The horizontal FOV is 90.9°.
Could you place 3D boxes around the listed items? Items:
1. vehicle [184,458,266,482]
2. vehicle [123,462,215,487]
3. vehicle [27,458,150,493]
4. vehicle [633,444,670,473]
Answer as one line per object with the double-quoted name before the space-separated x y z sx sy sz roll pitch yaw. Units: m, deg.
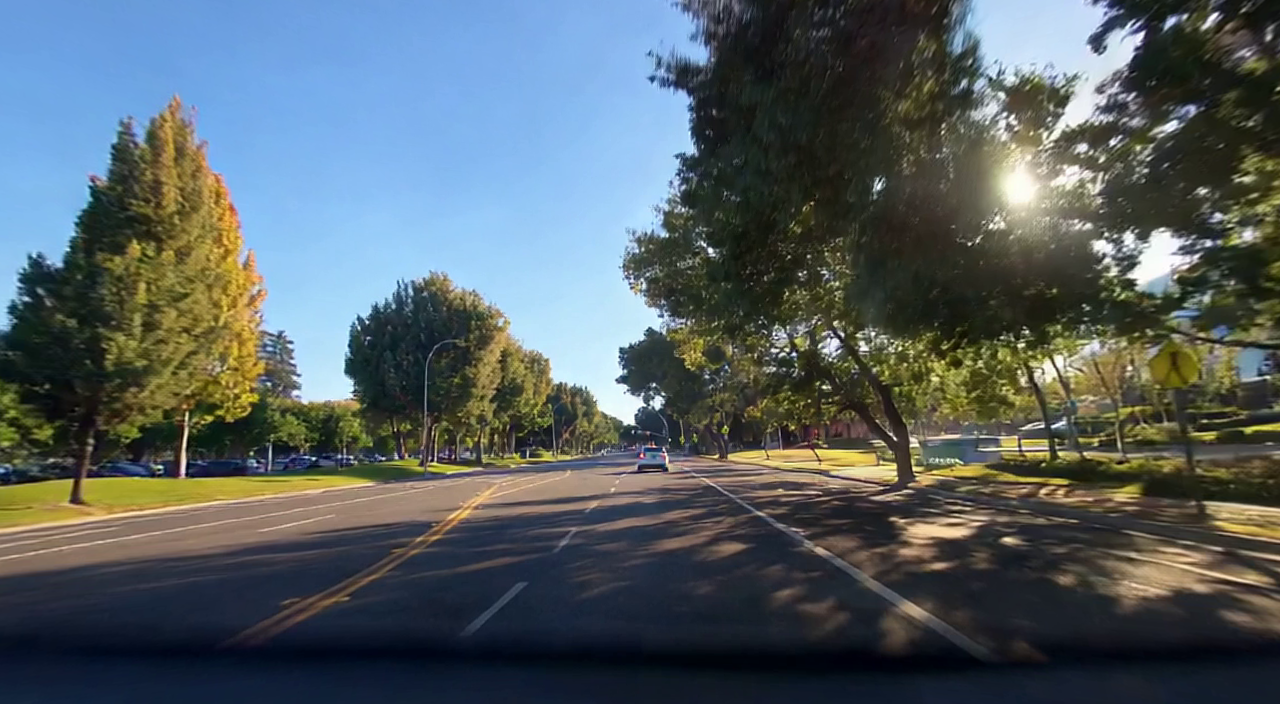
"vehicle" -29.411 8.366 44.774 4.389 1.588 2.048 -1 -8 0
"vehicle" -29.749 7.730 39.921 4.316 1.438 1.843 -1 -8 1
"vehicle" -30.350 6.789 34.818 4.653 1.727 2.126 0 -8 -2
"vehicle" 0.603 6.012 35.743 1.978 1.499 3.915 0 -8 0
